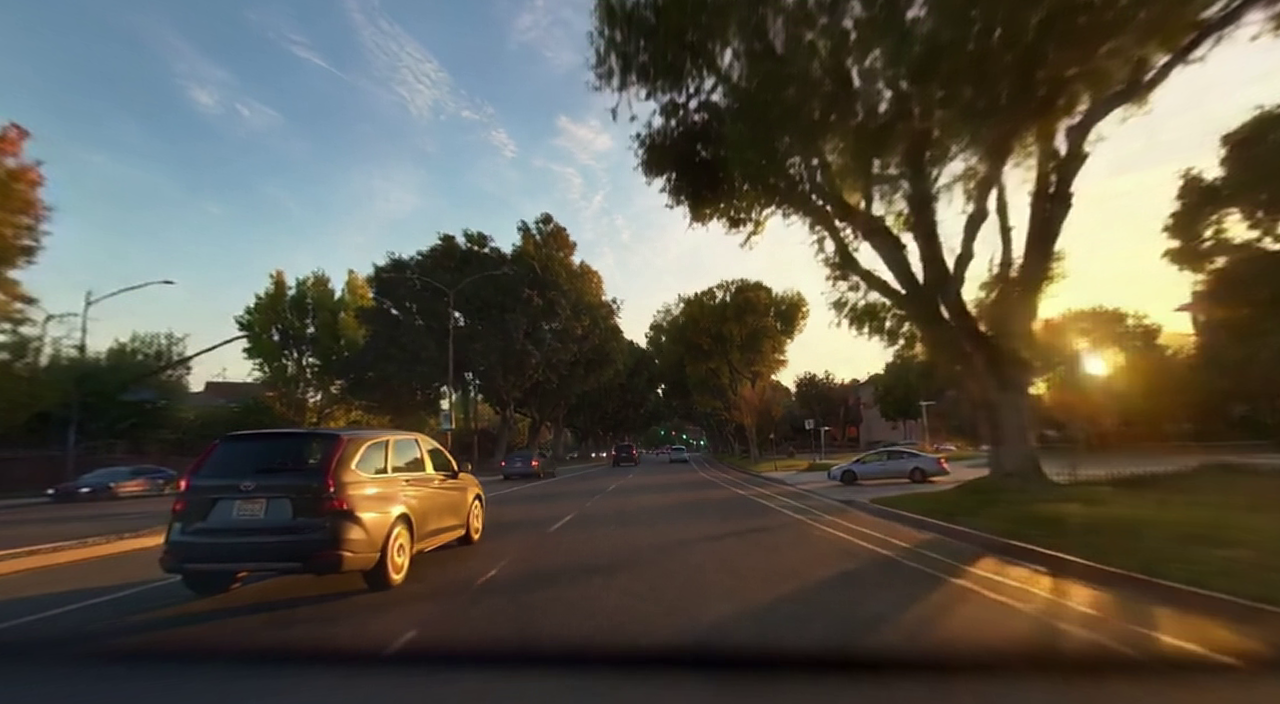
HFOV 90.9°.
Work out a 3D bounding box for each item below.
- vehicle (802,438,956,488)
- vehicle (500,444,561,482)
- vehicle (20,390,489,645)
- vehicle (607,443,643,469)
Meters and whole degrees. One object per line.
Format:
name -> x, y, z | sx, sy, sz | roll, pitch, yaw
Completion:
vehicle -> 8.433, 3.968, 22.699 | 4.824, 1.646, 2.077 | -2, -9, 11
vehicle -> -5.357, 5.478, 31.367 | 1.985, 1.708, 4.310 | -1, -9, 4
vehicle -> -3.203, 1.476, 6.614 | 2.123, 1.761, 4.322 | 0, -9, 1
vehicle -> -1.084, 7.788, 47.427 | 2.255, 1.806, 4.710 | -1, -9, 4
